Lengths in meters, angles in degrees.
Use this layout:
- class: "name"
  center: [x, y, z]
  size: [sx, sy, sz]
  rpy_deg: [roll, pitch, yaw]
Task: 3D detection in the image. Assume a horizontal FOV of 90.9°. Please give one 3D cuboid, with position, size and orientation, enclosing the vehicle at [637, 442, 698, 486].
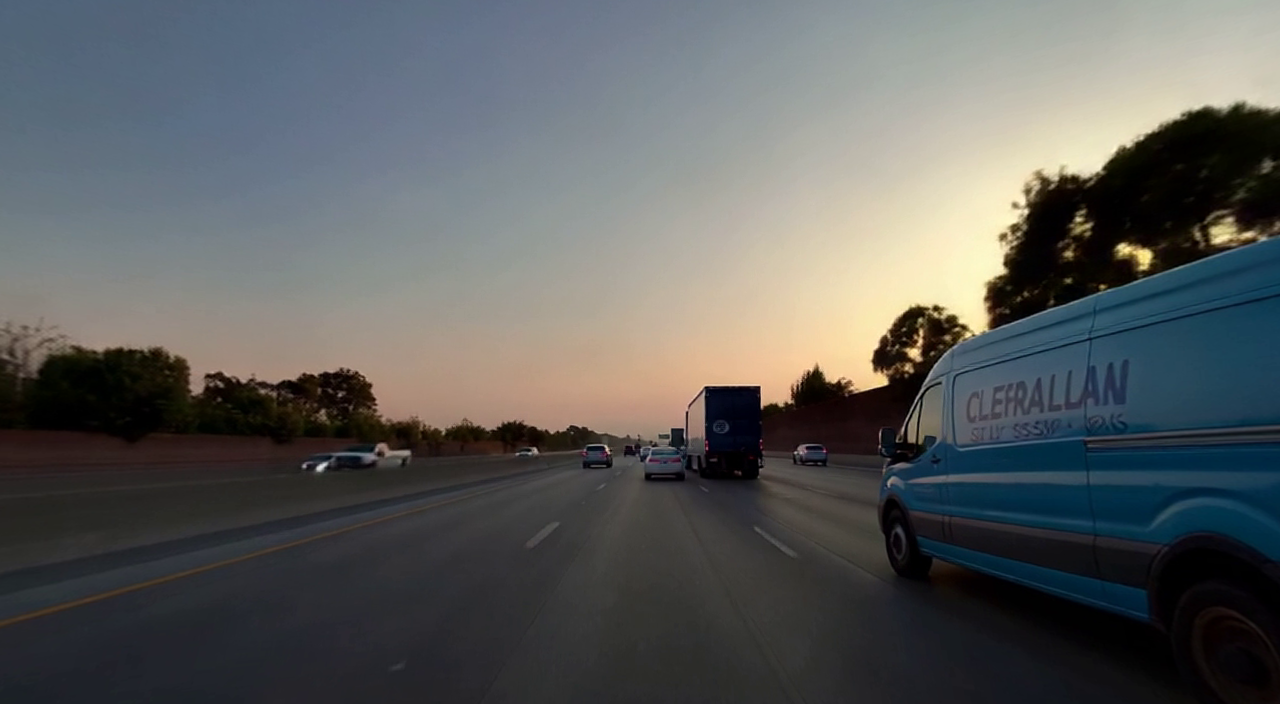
- class: "vehicle"
  center: [0.917, 4.168, 23.735]
  size: [2.063, 1.469, 4.208]
  rpy_deg: [0, -9, 0]

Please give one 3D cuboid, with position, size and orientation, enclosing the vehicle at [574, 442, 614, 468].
- class: "vehicle"
  center: [-2.904, 6.687, 41.050]
  size: [2.182, 1.601, 4.364]
  rpy_deg: [0, -9, 1]

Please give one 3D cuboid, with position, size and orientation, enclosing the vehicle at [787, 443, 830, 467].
- class: "vehicle"
  center: [11.206, 6.863, 42.268]
  size: [1.870, 1.525, 3.680]
  rpy_deg: [0, -9, 0]

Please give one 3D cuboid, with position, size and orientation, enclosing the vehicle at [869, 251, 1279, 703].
- class: "vehicle"
  center: [3.628, 0.848, 3.725]
  size: [2.441, 2.017, 5.739]
  rpy_deg: [0, -9, 1]

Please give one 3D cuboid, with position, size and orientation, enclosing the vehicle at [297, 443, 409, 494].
- class: "vehicle"
  center: [-12.012, 4.889, 26.954]
  size: [2.166, 1.890, 5.403]
  rpy_deg: [0, -9, 1]

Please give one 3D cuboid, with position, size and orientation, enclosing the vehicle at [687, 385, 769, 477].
- class: "vehicle"
  center: [4.373, 4.442, 34.337]
  size: [2.821, 4.077, 12.562]
  rpy_deg: [0, -9, 1]
